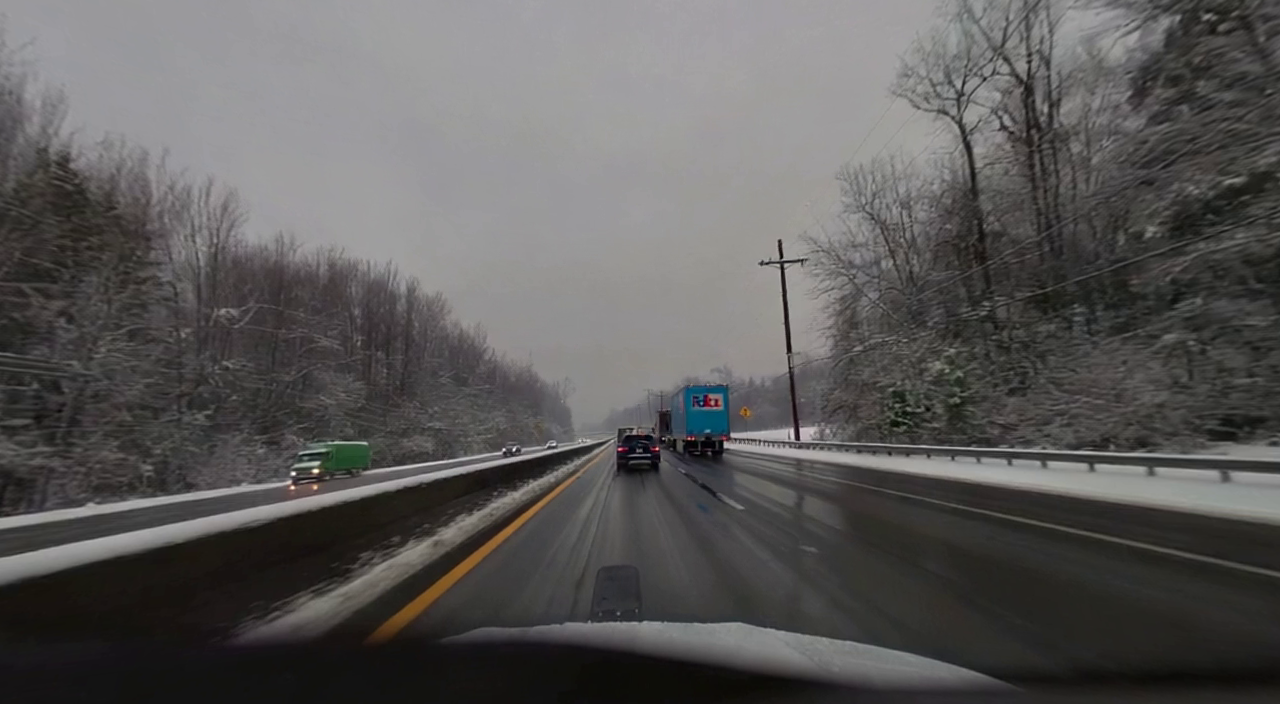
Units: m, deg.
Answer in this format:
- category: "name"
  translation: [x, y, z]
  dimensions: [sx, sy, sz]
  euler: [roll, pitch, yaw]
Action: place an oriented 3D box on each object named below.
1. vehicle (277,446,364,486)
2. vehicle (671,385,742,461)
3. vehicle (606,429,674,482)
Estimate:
- category: "vehicle"
  translation: [-17.875, 6.356, 35.532]
  dimensions: [2.260, 2.015, 5.352]
  euler: [0, -8, -2]
- category: "vehicle"
  translation: [3.607, 4.201, 36.526]
  dimensions: [2.835, 3.872, 8.916]
  euler: [0, -8, -2]
- category: "vehicle"
  translation: [-0.058, 3.384, 20.953]
  dimensions: [2.062, 1.581, 3.914]
  euler: [0, -8, -2]
